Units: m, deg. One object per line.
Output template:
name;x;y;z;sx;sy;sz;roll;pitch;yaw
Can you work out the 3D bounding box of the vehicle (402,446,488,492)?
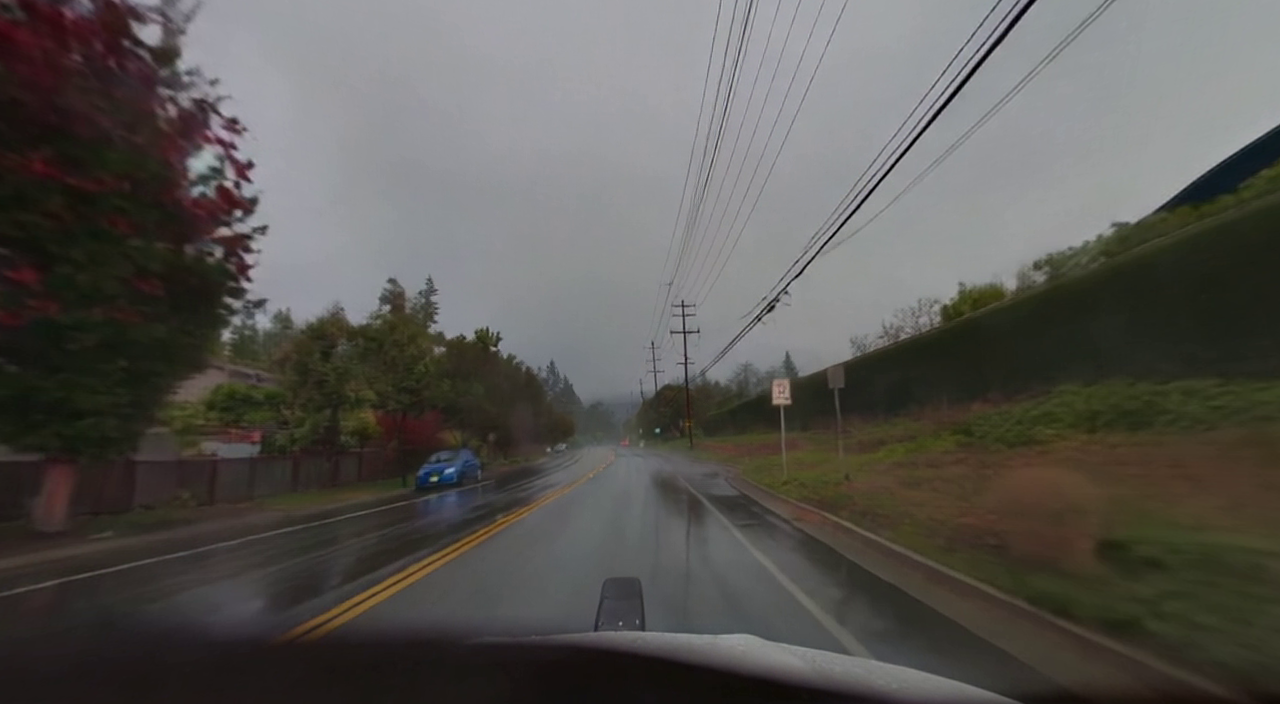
vehicle;-8.048;4.845;26.596;2.114;1.693;4.468;-1;-8;2
